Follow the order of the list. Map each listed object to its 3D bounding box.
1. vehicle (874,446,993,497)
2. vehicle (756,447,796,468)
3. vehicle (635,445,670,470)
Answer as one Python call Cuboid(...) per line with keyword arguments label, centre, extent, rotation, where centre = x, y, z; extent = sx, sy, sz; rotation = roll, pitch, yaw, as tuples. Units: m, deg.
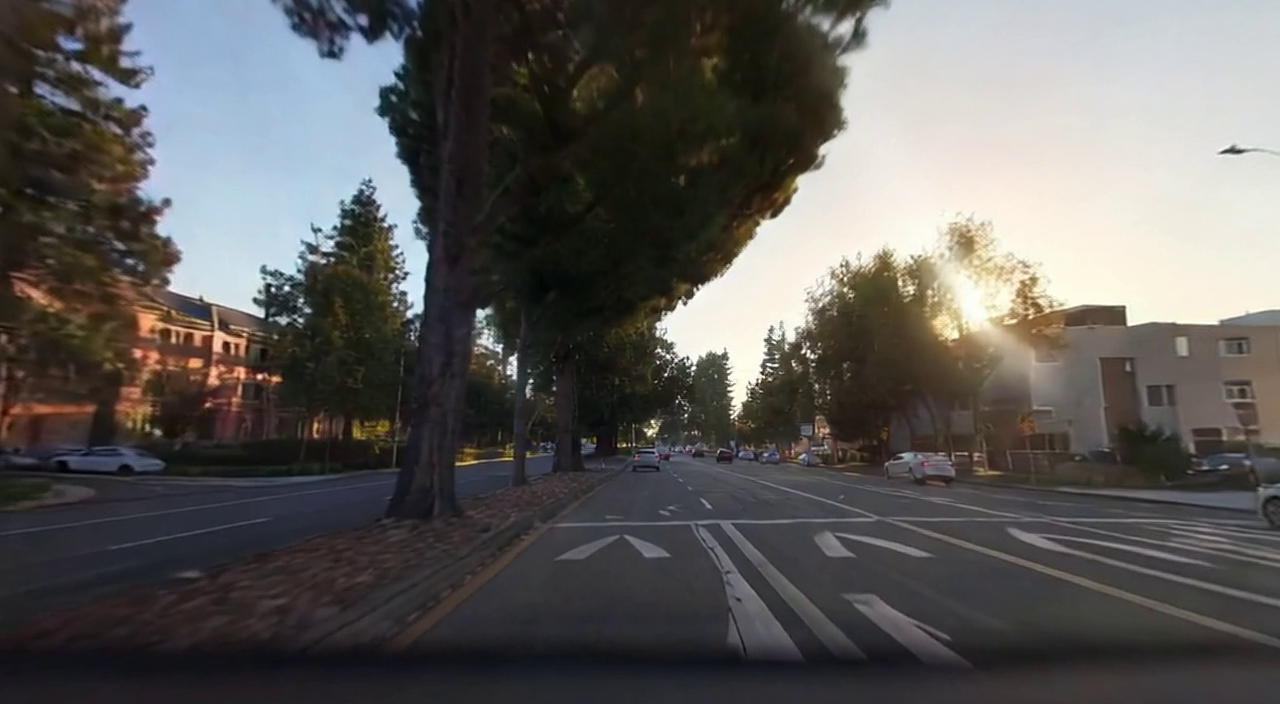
Cuboid(label="vehicle", centre=(9.491, 3.865, 20.839), extent=(2.020, 1.472, 3.958), rotation=(0, -8, 0))
Cuboid(label="vehicle", centre=(9.934, 7.734, 46.495), extent=(1.888, 1.472, 4.350), rotation=(0, -8, -1))
Cuboid(label="vehicle", centre=(0.728, 6.556, 39.367), extent=(2.077, 1.477, 3.897), rotation=(0, -8, 0))
